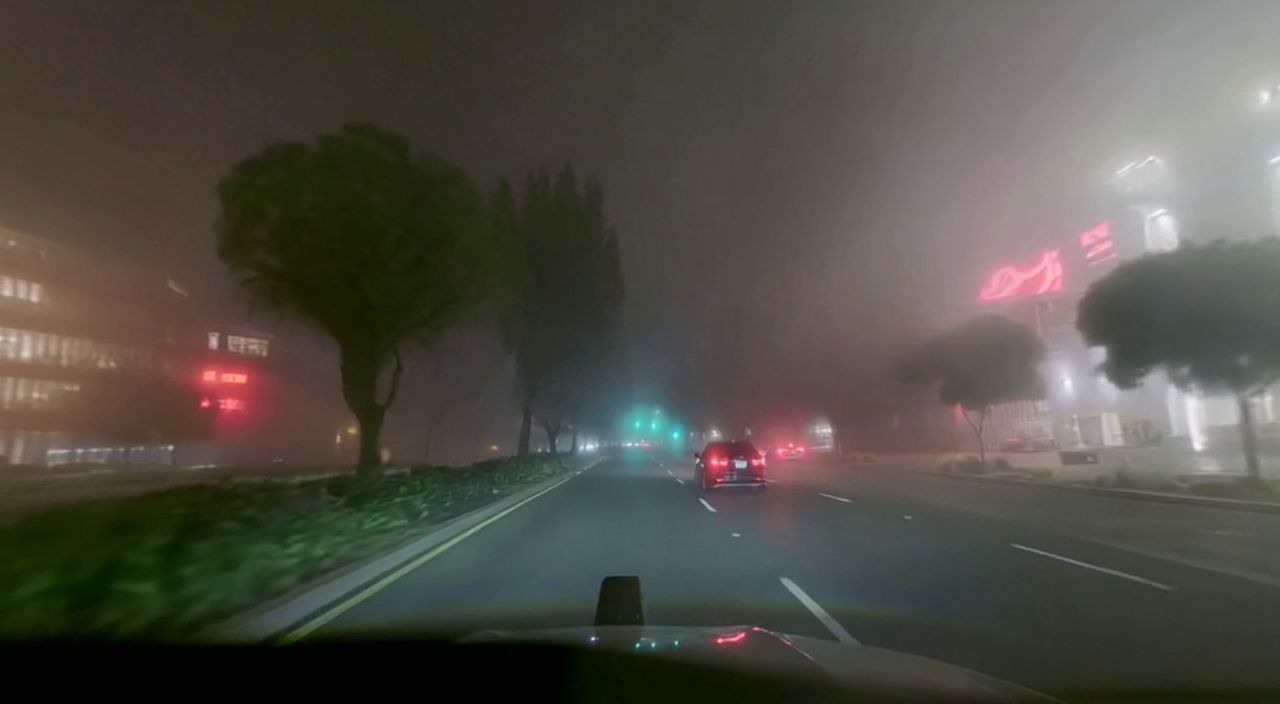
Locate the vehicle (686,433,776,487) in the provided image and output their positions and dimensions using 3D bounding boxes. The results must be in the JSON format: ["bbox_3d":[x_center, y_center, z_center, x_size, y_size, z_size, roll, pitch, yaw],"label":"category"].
[{"bbox_3d":[2.723,3.363,20.040,2.131,1.491,4.496,0,-8,-1],"label":"vehicle"}]

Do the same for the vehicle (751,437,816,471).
[{"bbox_3d":[6.315,4.535,28.269,1.912,1.411,4.380,0,-8,0],"label":"vehicle"}]
